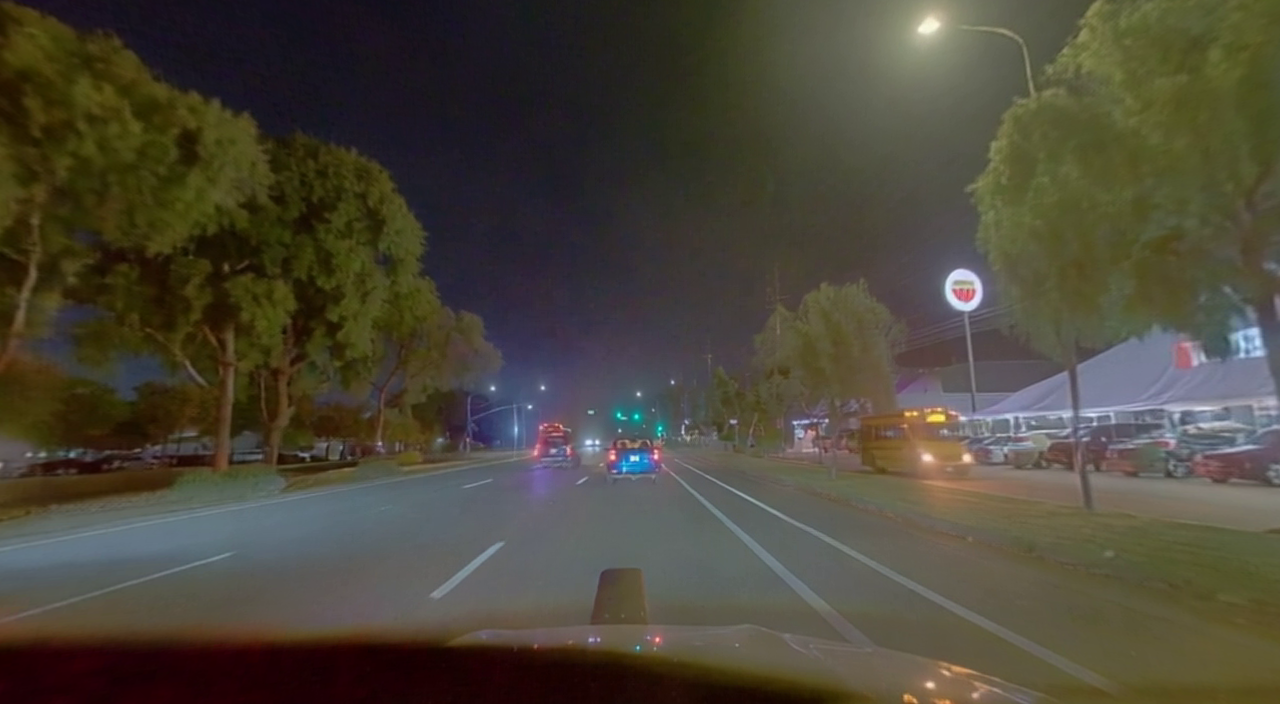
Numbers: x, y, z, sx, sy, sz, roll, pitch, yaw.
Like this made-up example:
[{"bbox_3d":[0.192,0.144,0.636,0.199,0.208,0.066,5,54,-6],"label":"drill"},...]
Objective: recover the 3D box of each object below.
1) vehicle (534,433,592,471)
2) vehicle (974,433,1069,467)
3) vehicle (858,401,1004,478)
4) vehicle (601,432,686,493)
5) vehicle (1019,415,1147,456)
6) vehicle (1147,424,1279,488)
[{"bbox_3d":[-3.585,4.764,30.136,2.148,1.636,4.199,0,-9,2],"label":"vehicle"},{"bbox_3d":[18.406,4.757,30.668,1.826,1.532,4.290,0,-9,-1],"label":"vehicle"},{"bbox_3d":[11.400,3.565,25.488,2.754,2.711,6.196,0,-9,-1],"label":"vehicle"},{"bbox_3d":[0.045,3.092,17.965,2.123,1.498,4.226,0,-9,-1],"label":"vehicle"},{"bbox_3d":[23.669,4.578,34.149,2.225,2.013,6.379,0,-9,-1],"label":"vehicle"},{"bbox_3d":[18.419,3.122,19.097,1.965,1.749,4.838,0,-9,-2],"label":"vehicle"}]
